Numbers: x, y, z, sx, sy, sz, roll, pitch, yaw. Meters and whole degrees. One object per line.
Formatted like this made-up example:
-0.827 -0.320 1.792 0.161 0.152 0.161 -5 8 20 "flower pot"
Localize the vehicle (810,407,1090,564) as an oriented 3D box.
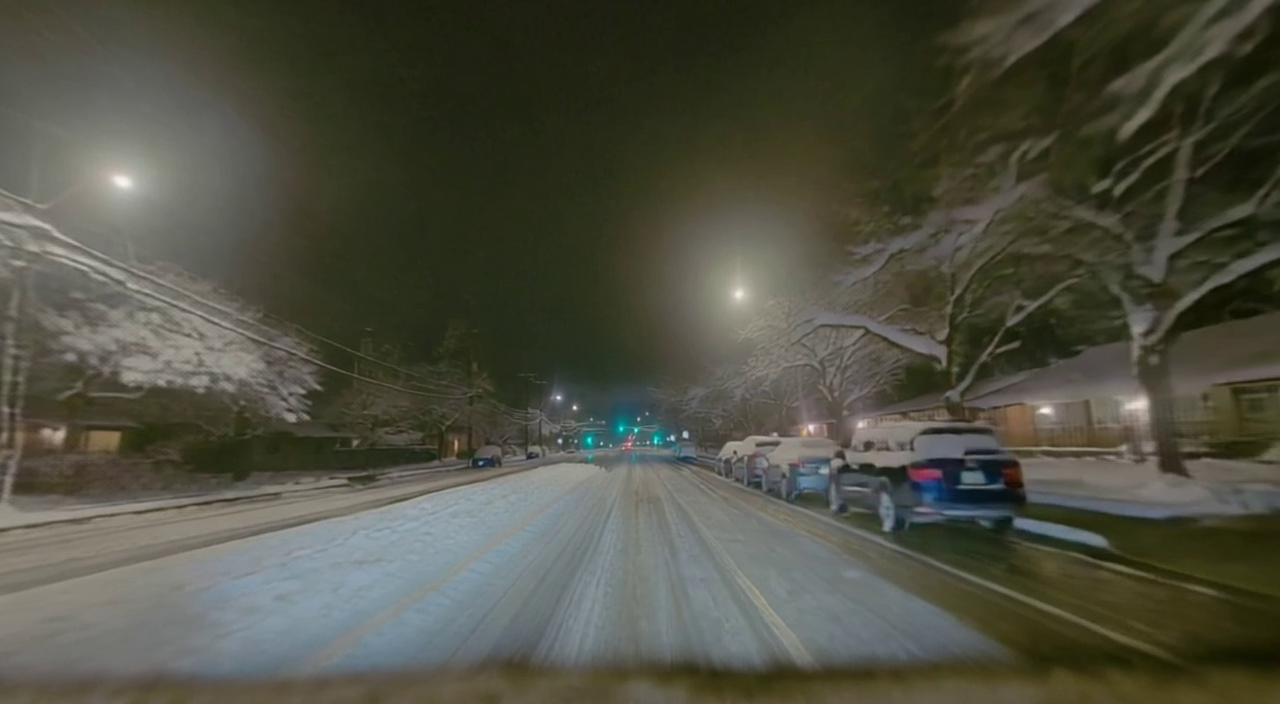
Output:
4.470 1.991 10.381 2.074 1.838 5.402 1 -8 3 "vehicle"
